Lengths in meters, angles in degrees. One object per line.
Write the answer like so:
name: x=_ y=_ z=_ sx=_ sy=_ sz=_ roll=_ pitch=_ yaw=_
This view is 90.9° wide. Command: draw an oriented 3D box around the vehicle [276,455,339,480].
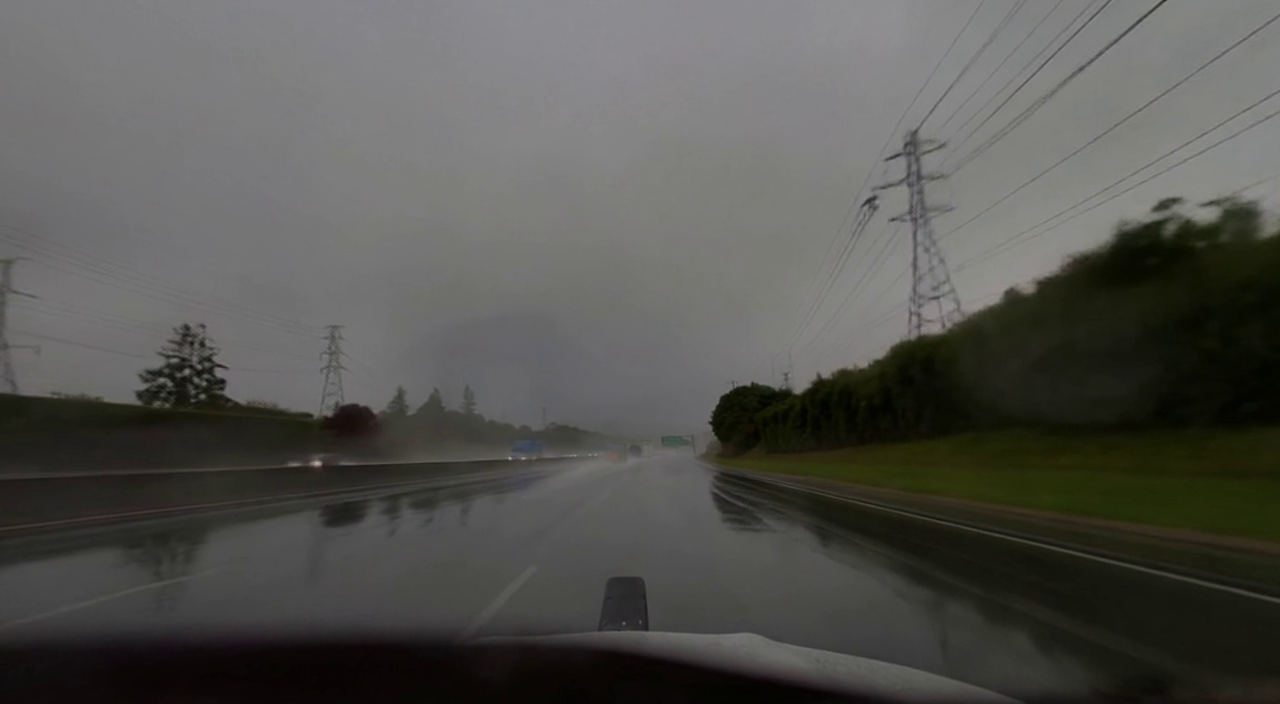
vehicle: x=-21.887 y=7.615 z=41.657 sx=1.772 sy=1.483 sz=4.170 roll=0 pitch=-9 yaw=1
